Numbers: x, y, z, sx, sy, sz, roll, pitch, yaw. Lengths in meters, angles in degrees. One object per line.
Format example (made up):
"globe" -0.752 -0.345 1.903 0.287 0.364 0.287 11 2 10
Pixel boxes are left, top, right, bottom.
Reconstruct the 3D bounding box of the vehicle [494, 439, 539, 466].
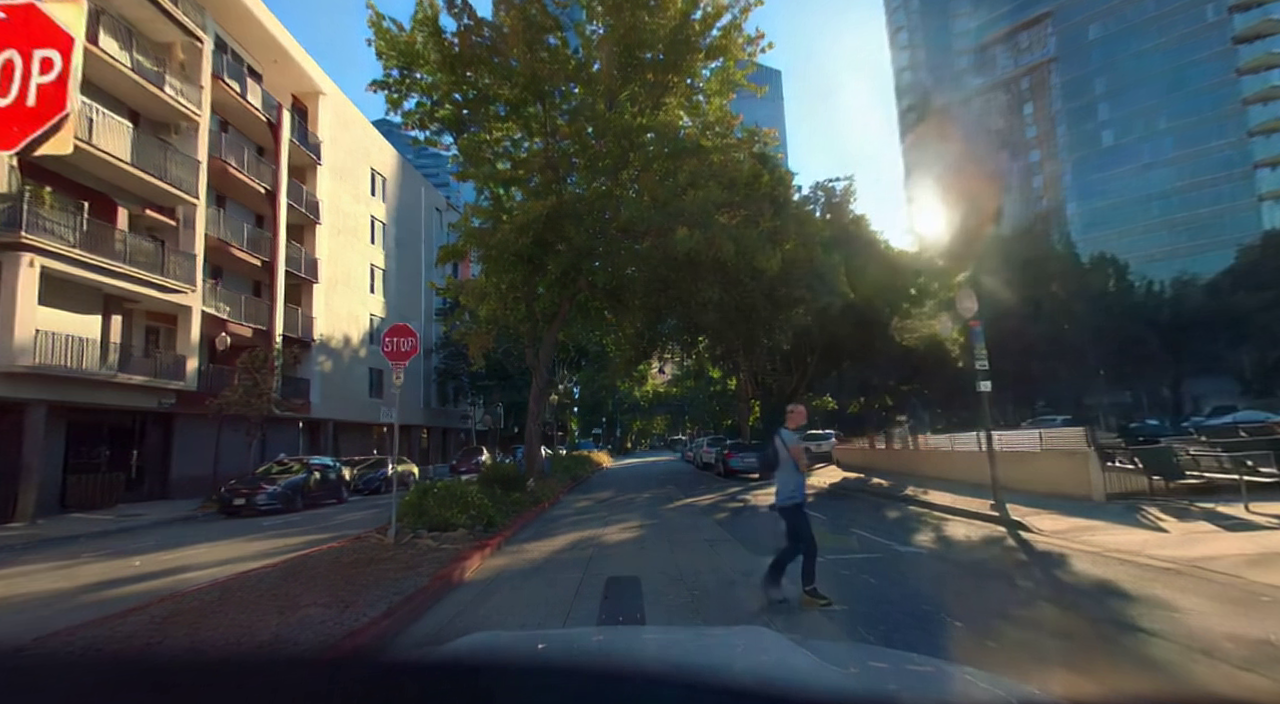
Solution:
"vehicle" -8.852 7.263 45.725 2.256 1.802 4.333 0 -8 2

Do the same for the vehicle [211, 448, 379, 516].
"vehicle" -8.791 3.306 16.646 2.007 1.503 4.343 0 -8 -1

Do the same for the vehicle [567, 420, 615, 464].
"vehicle" -3.006 5.754 40.238 2.317 2.596 6.053 0 -8 2

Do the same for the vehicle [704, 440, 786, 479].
"vehicle" 4.589 4.567 27.108 1.858 1.491 4.329 -5 -10 33
